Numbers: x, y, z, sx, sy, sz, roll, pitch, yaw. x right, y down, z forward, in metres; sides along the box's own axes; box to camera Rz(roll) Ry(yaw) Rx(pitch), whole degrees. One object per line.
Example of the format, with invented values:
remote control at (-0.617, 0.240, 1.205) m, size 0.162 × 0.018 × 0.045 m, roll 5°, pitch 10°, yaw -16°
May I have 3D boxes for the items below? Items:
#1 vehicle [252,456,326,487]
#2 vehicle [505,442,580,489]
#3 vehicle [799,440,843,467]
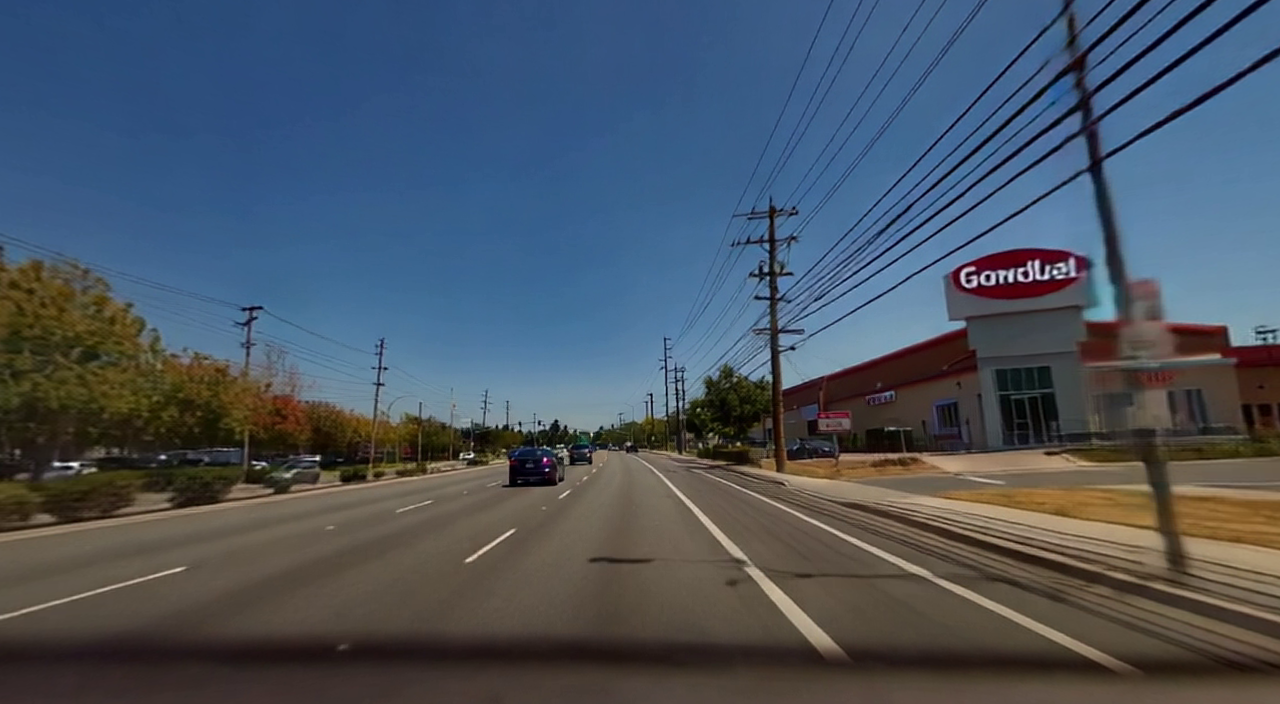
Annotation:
vehicle at (-20.167, 6.855, 36.396) m, size 1.925 × 1.554 × 4.271 m, roll 1°, pitch -9°, yaw -3°
vehicle at (-3.301, 3.926, 22.221) m, size 1.942 × 1.469 × 4.426 m, roll 0°, pitch -8°, yaw 0°
vehicle at (12.198, 6.842, 42.682) m, size 1.894 × 1.671 × 4.290 m, roll -1°, pitch -8°, yaw 4°
